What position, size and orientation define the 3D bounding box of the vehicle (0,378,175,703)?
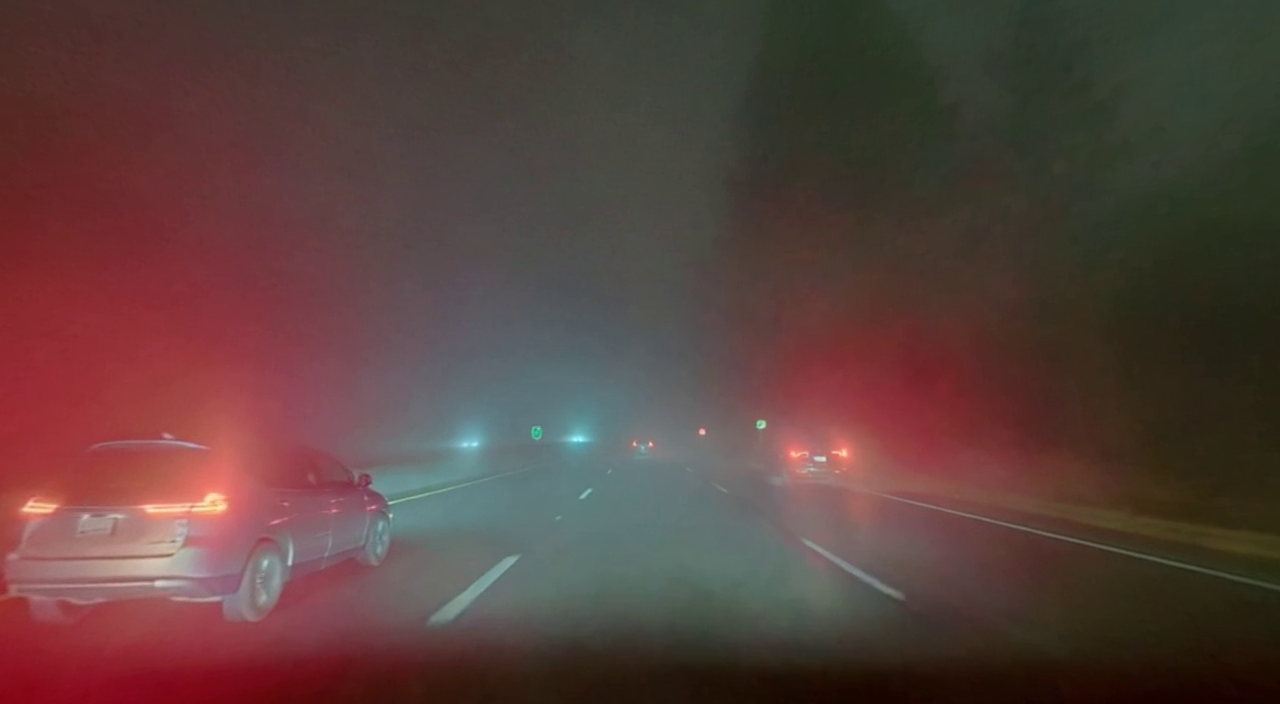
[{"bbox_3d":[-3.982,0.731,1.760,2.051,1.531,4.250,0,-8,1],"label":"vehicle"}]
